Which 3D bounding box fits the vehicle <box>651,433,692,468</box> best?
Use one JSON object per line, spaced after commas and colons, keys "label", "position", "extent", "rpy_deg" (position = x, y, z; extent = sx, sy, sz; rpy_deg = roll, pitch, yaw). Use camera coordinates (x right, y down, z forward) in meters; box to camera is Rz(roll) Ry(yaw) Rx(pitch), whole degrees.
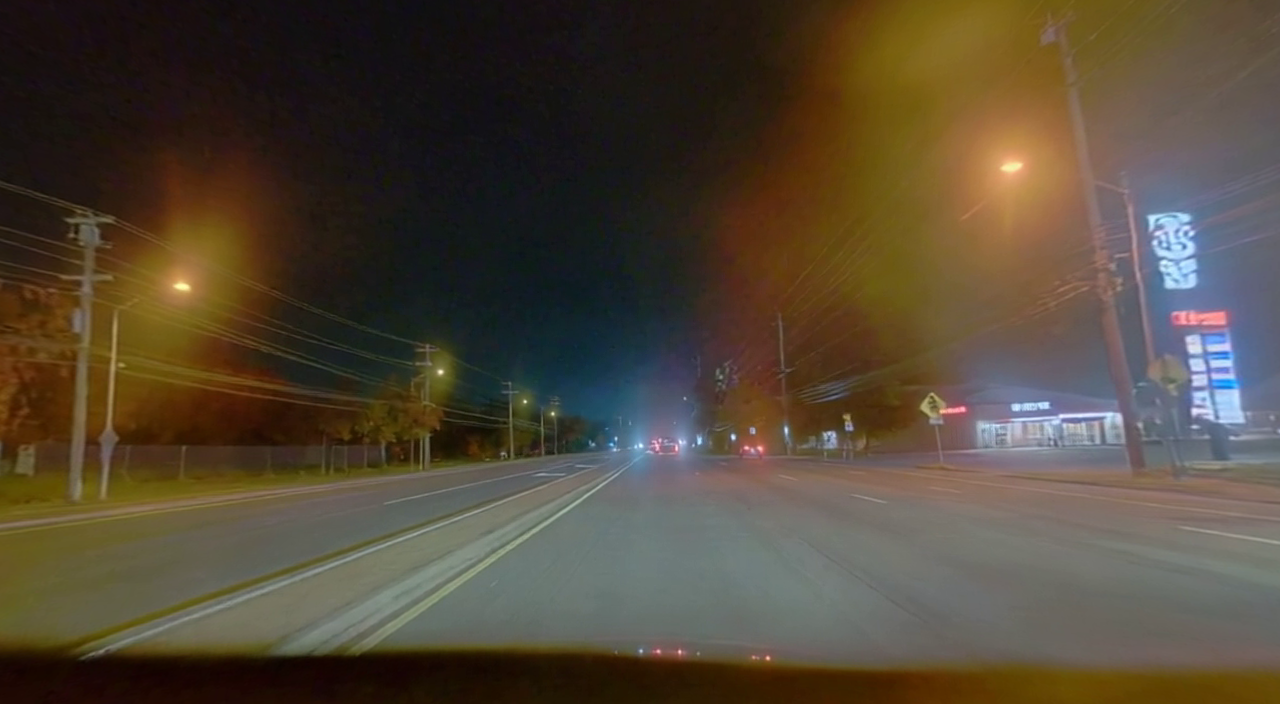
{"label": "vehicle", "position": [1.709, 5.615, 36.115], "extent": [2.141, 1.842, 4.889], "rpy_deg": [0, -8, 0]}

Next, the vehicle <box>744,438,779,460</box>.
{"label": "vehicle", "position": [8.765, 7.061, 45.900], "extent": [1.760, 1.481, 4.161], "rpy_deg": [0, -8, 0]}
